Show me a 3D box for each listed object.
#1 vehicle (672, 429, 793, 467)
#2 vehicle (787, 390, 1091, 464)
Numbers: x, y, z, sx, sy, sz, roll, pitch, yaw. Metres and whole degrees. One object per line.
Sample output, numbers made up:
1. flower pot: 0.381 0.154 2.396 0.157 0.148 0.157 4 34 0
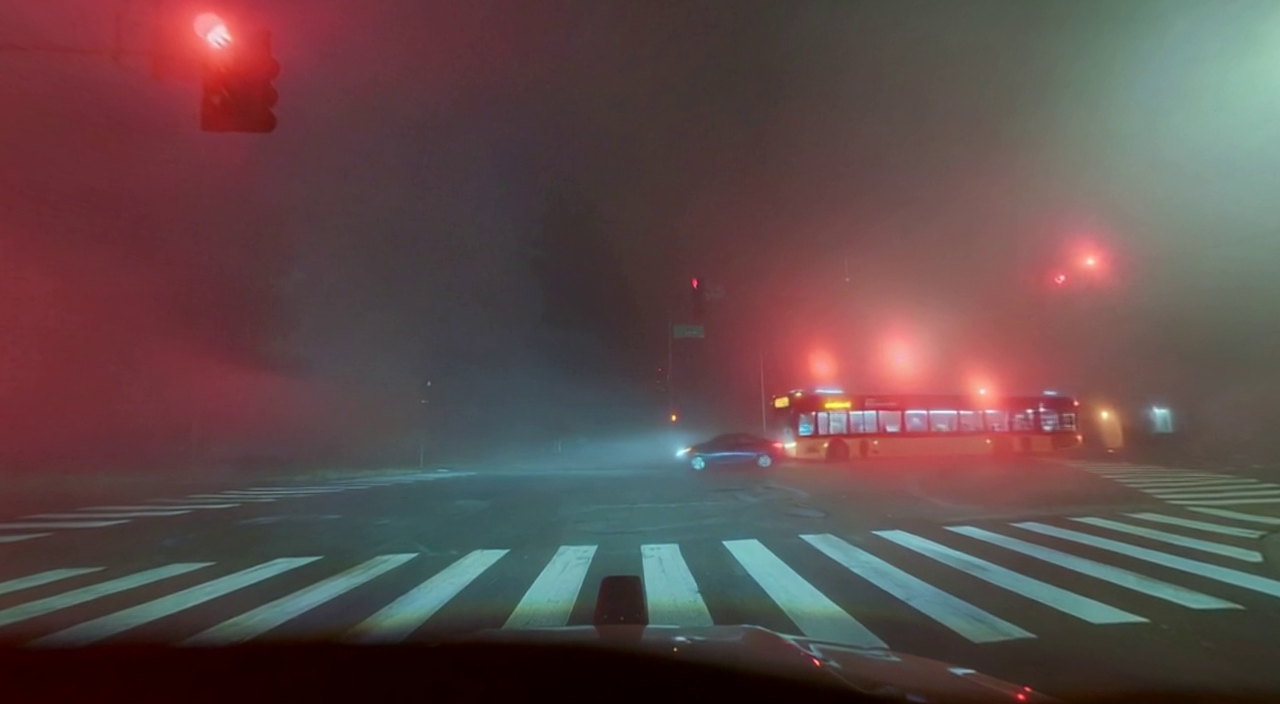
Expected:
1. vehicle: 3.660 3.898 25.423 4.538 1.461 1.805 0 -9 -2
2. vehicle: 13.816 3.613 29.812 12.822 3.296 3.033 0 -9 -1
